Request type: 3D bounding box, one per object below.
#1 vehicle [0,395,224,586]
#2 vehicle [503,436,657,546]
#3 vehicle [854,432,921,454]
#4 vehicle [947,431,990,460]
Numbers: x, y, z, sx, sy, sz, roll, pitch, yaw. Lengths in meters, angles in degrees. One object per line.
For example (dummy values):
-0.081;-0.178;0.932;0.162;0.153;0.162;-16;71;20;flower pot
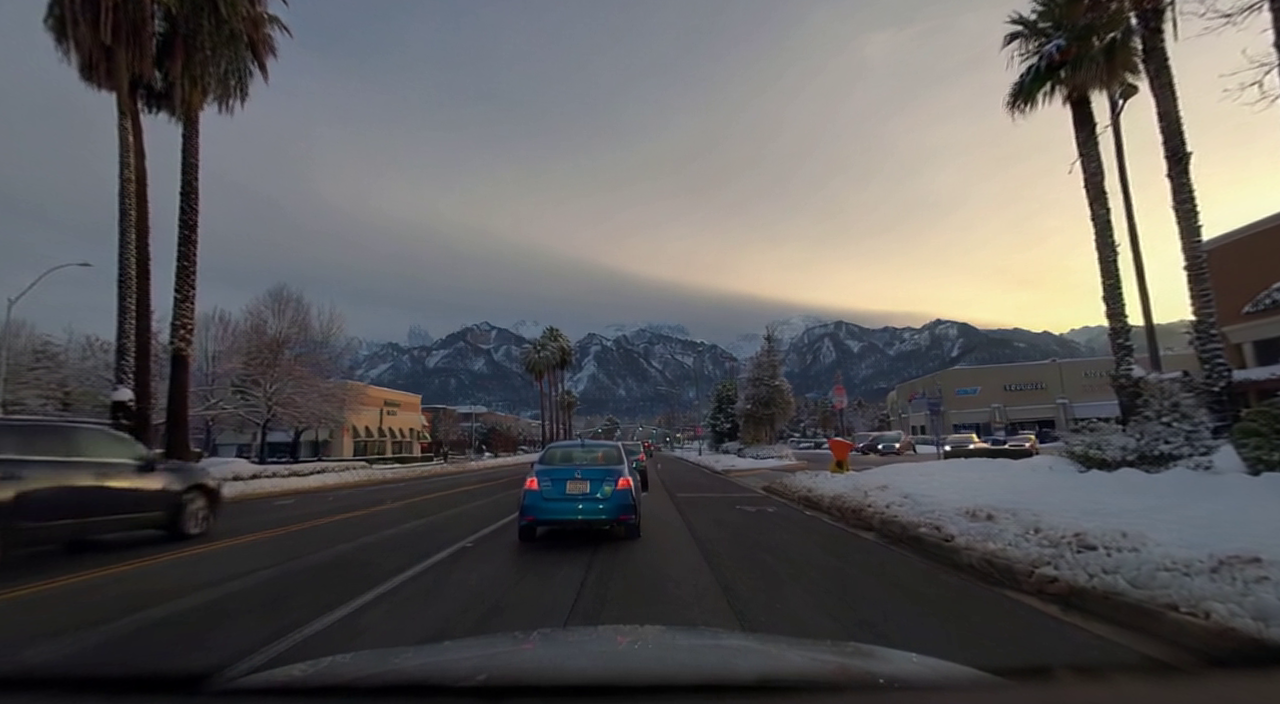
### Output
-7.625;1.485;6.972;2.400;1.900;5.325;0;-8;0;vehicle
-0.906;2.173;10.540;2.067;1.459;3.886;0;-8;-3;vehicle
19.155;7.088;49.104;1.925;1.652;4.490;6;-10;-35;vehicle
18.686;5.329;35.997;1.961;1.526;4.640;-4;-9;26;vehicle
